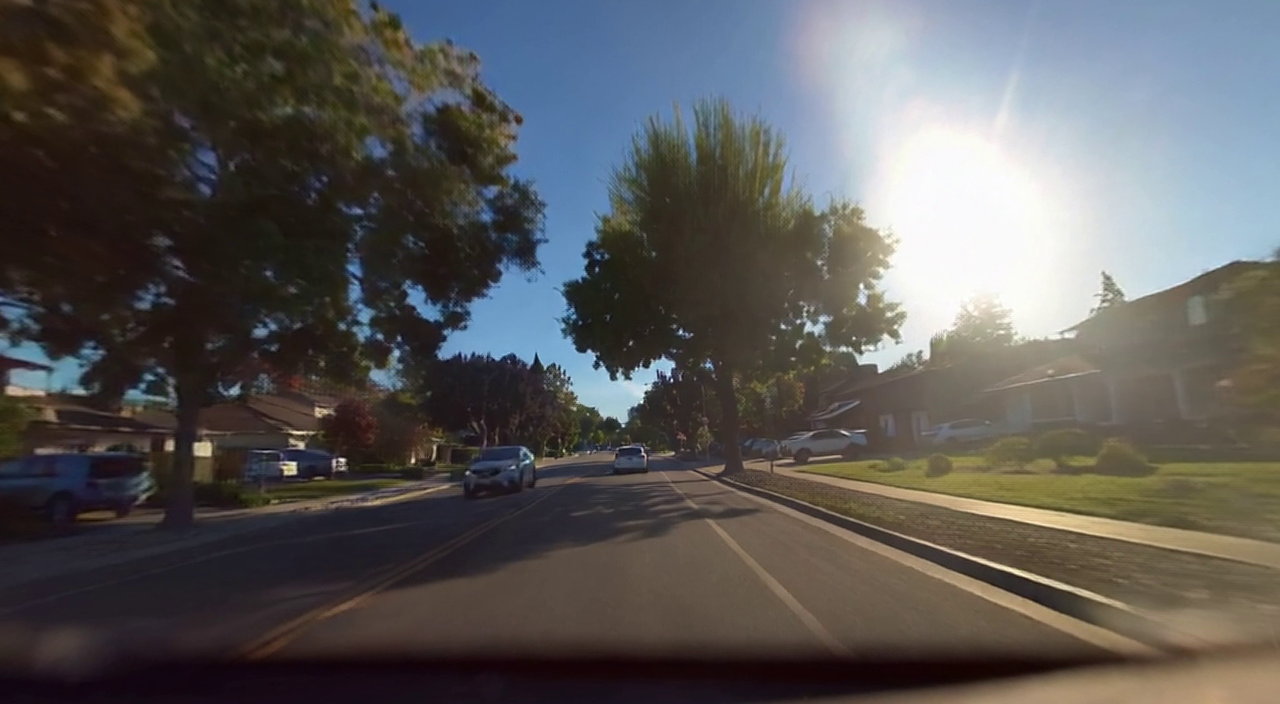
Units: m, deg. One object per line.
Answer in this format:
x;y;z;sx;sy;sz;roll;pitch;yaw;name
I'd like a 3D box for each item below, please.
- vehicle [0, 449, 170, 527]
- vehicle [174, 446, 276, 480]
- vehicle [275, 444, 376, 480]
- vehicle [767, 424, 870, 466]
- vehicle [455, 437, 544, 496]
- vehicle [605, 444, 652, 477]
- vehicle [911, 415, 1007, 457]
-14.857;3.311;15.744;4.608;1.743;2.222;-1;-9;6;vehicle
-22.861;6.121;34.911;4.181;1.784;1.907;0;-10;-1;vehicle
-17.383;6.091;35.121;4.463;1.917;1.970;1;-9;-5;vehicle
9.217;4.853;32.892;4.634;1.723;1.966;-4;-8;-3;vehicle
-5.123;4.214;23.719;2.256;1.838;4.613;-3;-9;0;vehicle
-0.553;5.210;30.657;2.098;1.483;4.099;0;-9;-1;vehicle
15.299;3.996;30.266;4.462;1.699;2.145;2;-8;-36;vehicle
